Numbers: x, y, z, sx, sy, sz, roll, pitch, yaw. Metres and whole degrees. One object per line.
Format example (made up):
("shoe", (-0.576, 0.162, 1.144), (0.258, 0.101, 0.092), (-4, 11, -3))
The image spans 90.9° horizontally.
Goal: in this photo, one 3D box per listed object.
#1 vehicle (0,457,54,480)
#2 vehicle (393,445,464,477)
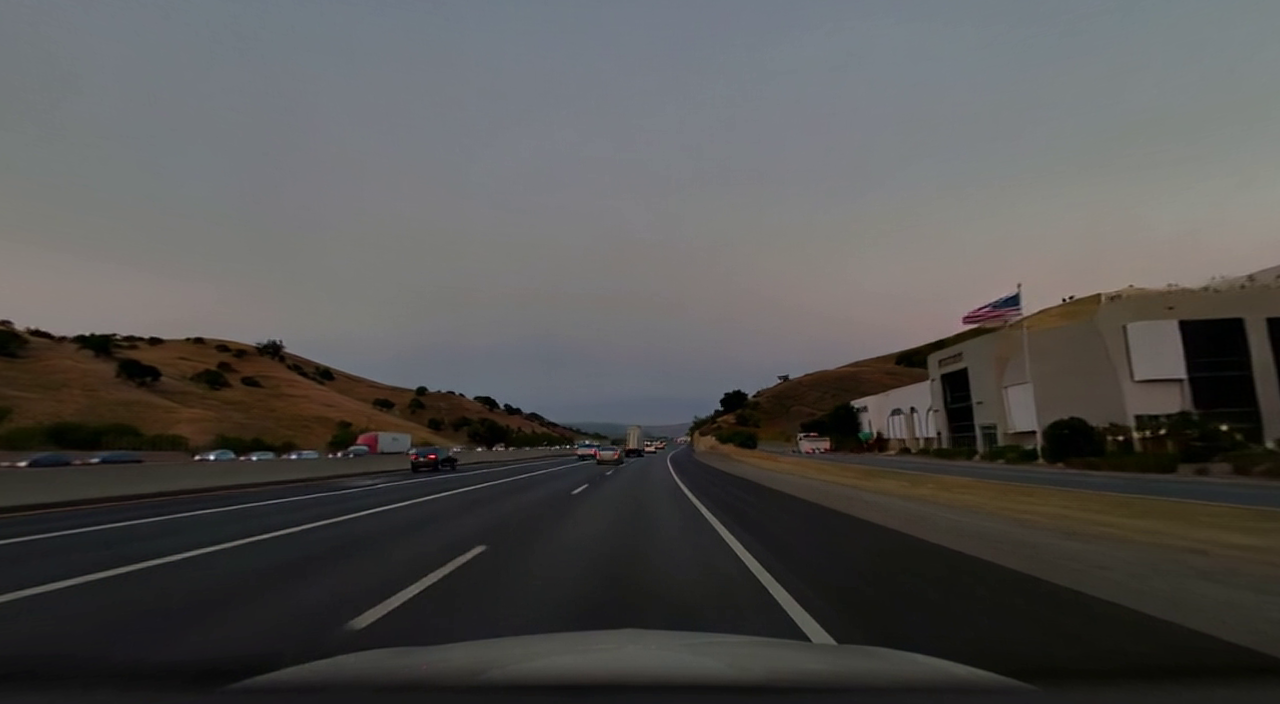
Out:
("vehicle", (-41.843, 7.755, 42.082), (1.663, 1.425, 3.819), (0, -8, 1))
("vehicle", (-10.724, 5.536, 32.345), (1.927, 1.454, 4.395), (-1, -8, 2))
